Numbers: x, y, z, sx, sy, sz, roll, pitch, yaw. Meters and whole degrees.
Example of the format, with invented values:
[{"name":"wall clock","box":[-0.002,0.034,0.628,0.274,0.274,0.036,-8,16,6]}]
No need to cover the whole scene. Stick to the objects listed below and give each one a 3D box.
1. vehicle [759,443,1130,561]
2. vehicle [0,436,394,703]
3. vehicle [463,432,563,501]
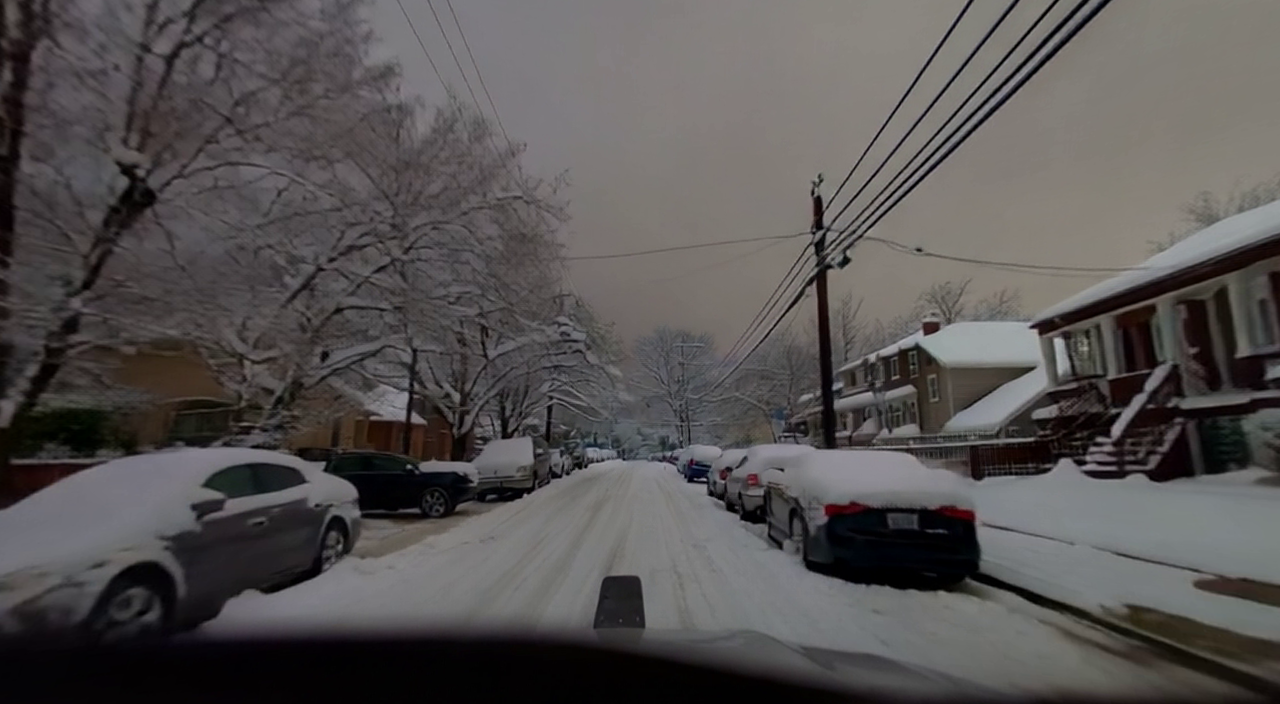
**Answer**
[{"name":"vehicle","box":[4.212,2.104,9.301,4.471,1.493,1.886,0,-8,-2]},{"name":"vehicle","box":[-4.163,1.576,5.719,1.988,1.541,4.686,0,-8,0]},{"name":"vehicle","box":[-4.031,3.720,21.063,2.280,1.953,5.092,0,-8,0]}]
